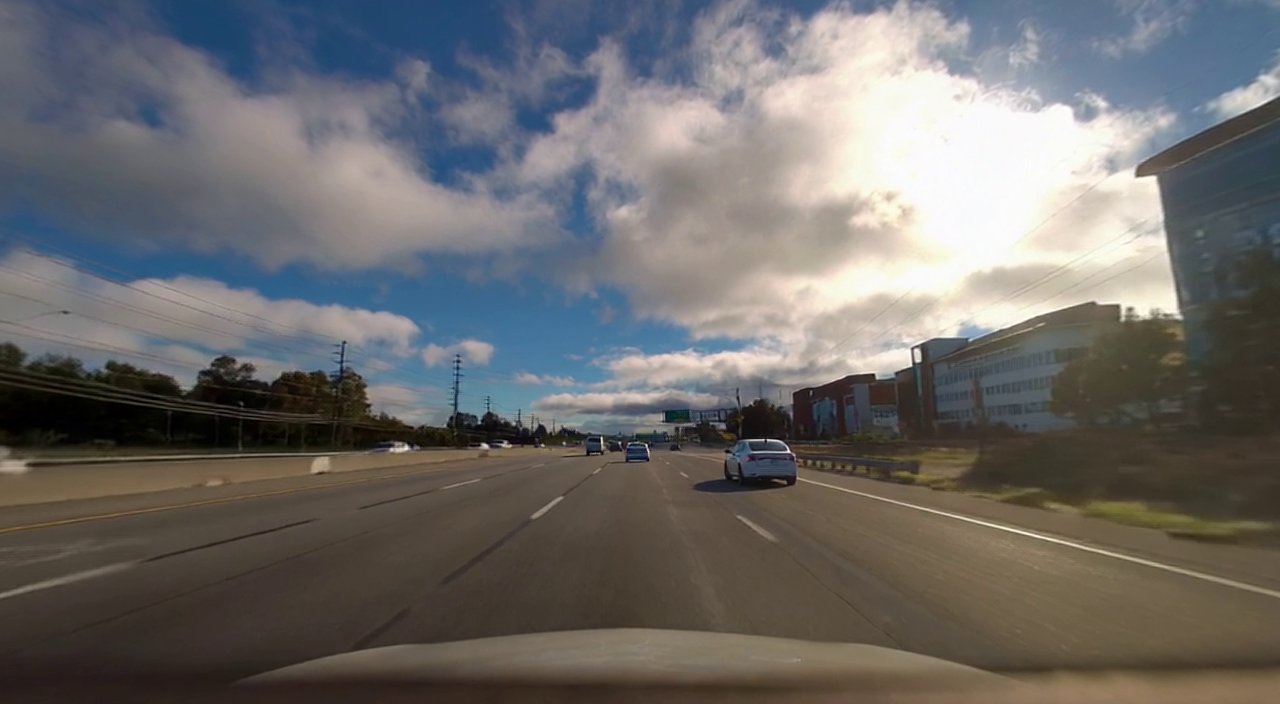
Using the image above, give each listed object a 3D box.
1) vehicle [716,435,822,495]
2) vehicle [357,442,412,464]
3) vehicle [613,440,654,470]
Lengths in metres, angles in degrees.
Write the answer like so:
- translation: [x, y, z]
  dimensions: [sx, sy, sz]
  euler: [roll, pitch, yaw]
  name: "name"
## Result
- translation: [3.584, 3.224, 18.390]
  dimensions: [1.995, 1.533, 4.463]
  euler: [0, -8, -2]
  name: "vehicle"
- translation: [-19.806, 7.820, 48.995]
  dimensions: [2.306, 1.598, 4.570]
  euler: [0, -8, 0]
  name: "vehicle"
- translation: [-0.361, 5.453, 33.606]
  dimensions: [2.019, 1.472, 3.971]
  euler: [0, -8, -1]
  name: "vehicle"
